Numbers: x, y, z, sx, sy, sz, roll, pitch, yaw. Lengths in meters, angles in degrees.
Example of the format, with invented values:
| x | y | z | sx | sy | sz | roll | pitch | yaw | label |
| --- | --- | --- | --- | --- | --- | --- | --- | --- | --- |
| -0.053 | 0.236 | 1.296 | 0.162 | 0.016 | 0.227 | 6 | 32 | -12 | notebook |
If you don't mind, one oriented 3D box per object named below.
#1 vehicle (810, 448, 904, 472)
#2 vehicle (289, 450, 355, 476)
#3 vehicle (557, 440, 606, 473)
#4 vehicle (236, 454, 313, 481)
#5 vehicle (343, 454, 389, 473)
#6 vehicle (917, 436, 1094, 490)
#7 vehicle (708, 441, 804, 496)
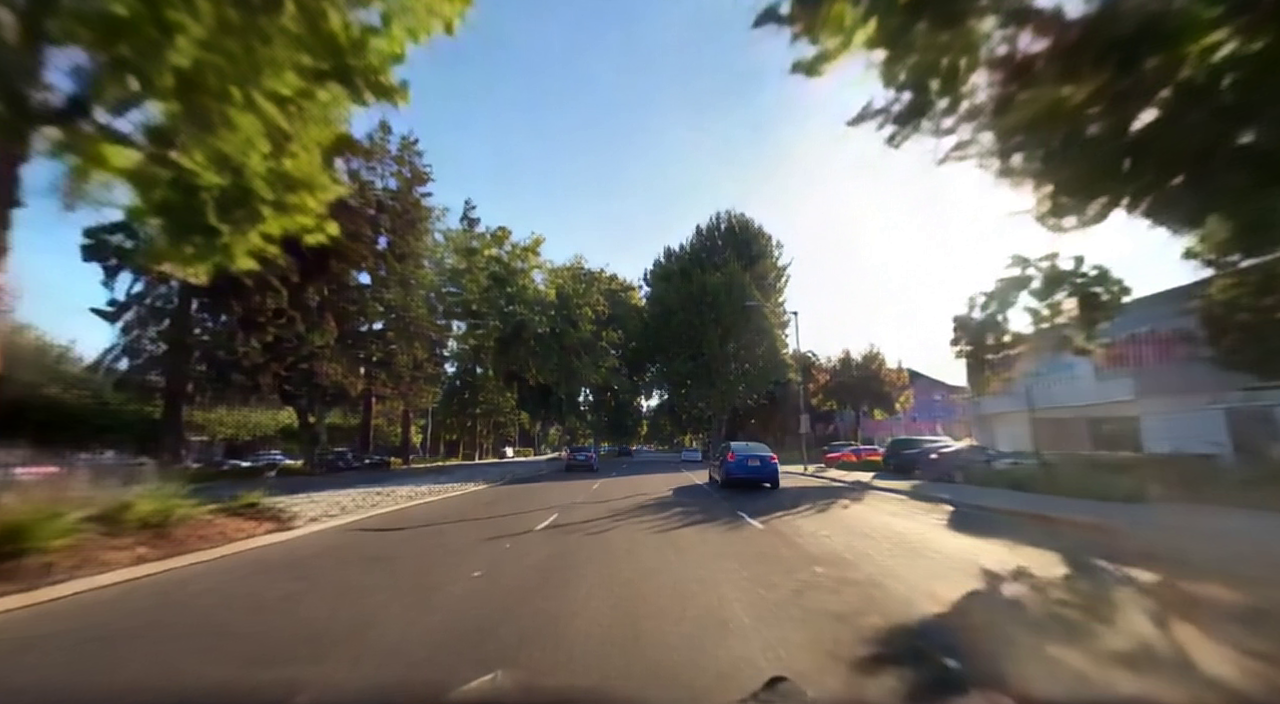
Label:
| x | y | z | sx | sy | sz | roll | pitch | yaw | label |
| --- | --- | --- | --- | --- | --- | --- | --- | --- | --- |
| 12.814 | 6.403 | 37.406 | 4.757 | 1.327 | 2.062 | 0 | -8 | -2 | vehicle |
| -21.603 | 7.573 | 43.080 | 2.029 | 1.636 | 4.549 | 0 | -9 | 2 | vehicle |
| -3.026 | 5.531 | 33.505 | 2.113 | 1.626 | 4.129 | 0 | -9 | 1 | vehicle |
| -21.606 | 6.811 | 37.457 | 1.799 | 1.465 | 4.390 | -1 | -9 | 2 | vehicle |
| -21.596 | 8.802 | 49.834 | 1.838 | 1.351 | 3.904 | 0 | -9 | 0 | vehicle |
| 13.583 | 4.119 | 23.629 | 5.342 | 1.867 | 2.147 | 1 | -8 | -6 | vehicle |
| 3.387 | 3.503 | 19.371 | 2.083 | 1.474 | 4.360 | 0 | -9 | -1 | vehicle |
